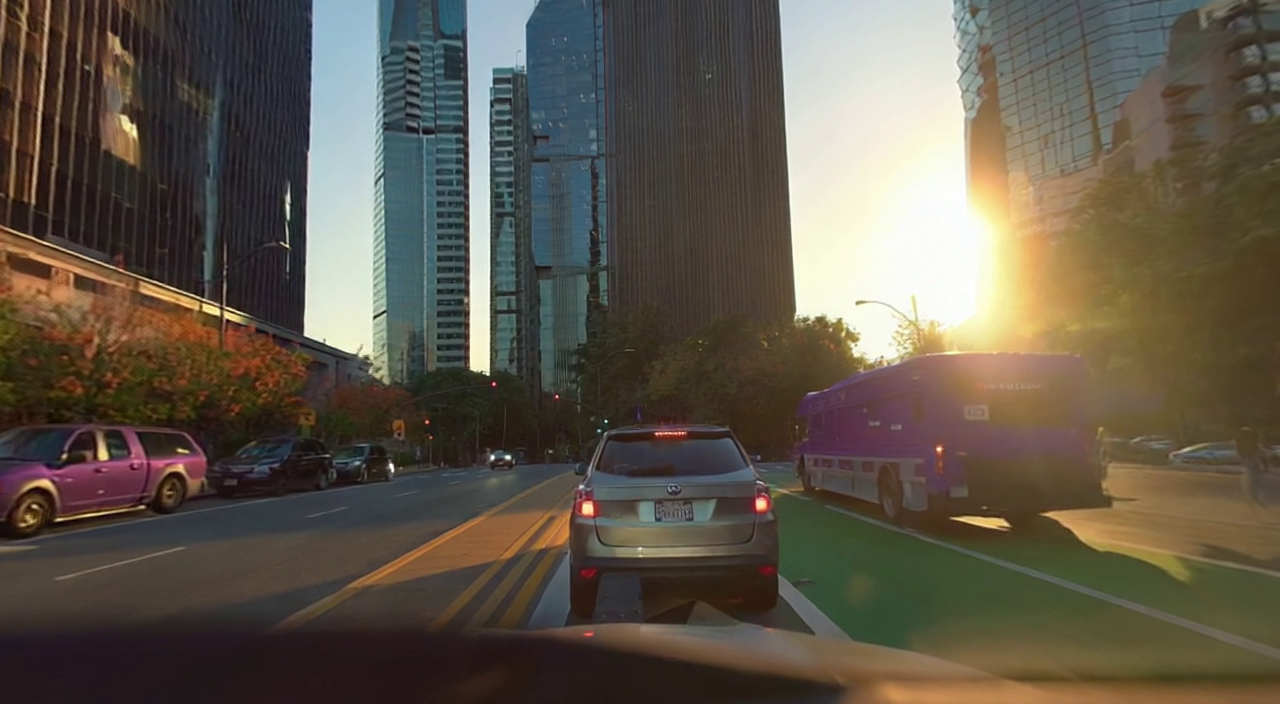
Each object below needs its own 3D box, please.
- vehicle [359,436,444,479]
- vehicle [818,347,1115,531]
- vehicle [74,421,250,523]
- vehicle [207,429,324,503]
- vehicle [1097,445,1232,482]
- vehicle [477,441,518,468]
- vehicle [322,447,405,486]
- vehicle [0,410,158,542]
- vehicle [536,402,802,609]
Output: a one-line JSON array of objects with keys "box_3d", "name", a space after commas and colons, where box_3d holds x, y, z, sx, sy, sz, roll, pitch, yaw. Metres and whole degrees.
[{"box_3d": [-11.817, 5.258, 31.833, 2.338, 1.963, 5.740, 0, -9, -4], "name": "vehicle"}, {"box_3d": [6.636, 2.032, 14.702, 3.113, 3.116, 7.650, 0, -8, 3], "name": "vehicle"}, {"box_3d": [-10.720, 2.674, 14.492, 1.482, 2.019, 3.297, 0, -9, -3], "name": "vehicle"}, {"box_3d": [-11.056, 3.362, 18.934, 1.559, 1.973, 3.419, 1, -9, -5], "name": "vehicle"}, {"box_3d": [31.093, 6.608, 37.750, 5.890, 1.996, 2.155, -6, -10, 34], "name": "vehicle"}, {"box_3d": [-9.976, 7.225, 44.642, 2.198, 1.779, 4.926, 1, -9, -6], "name": "vehicle"}, {"box_3d": [-11.373, 4.692, 26.315, 1.791, 1.463, 4.210, 0, -9, -4], "name": "vehicle"}, {"box_3d": [-10.383, 2.068, 10.886, 1.543, 1.946, 3.454, 1, -9, -5], "name": "vehicle"}, {"box_3d": [0.289, 1.583, 7.390, 2.192, 1.695, 4.142, 0, -8, 2], "name": "vehicle"}]
